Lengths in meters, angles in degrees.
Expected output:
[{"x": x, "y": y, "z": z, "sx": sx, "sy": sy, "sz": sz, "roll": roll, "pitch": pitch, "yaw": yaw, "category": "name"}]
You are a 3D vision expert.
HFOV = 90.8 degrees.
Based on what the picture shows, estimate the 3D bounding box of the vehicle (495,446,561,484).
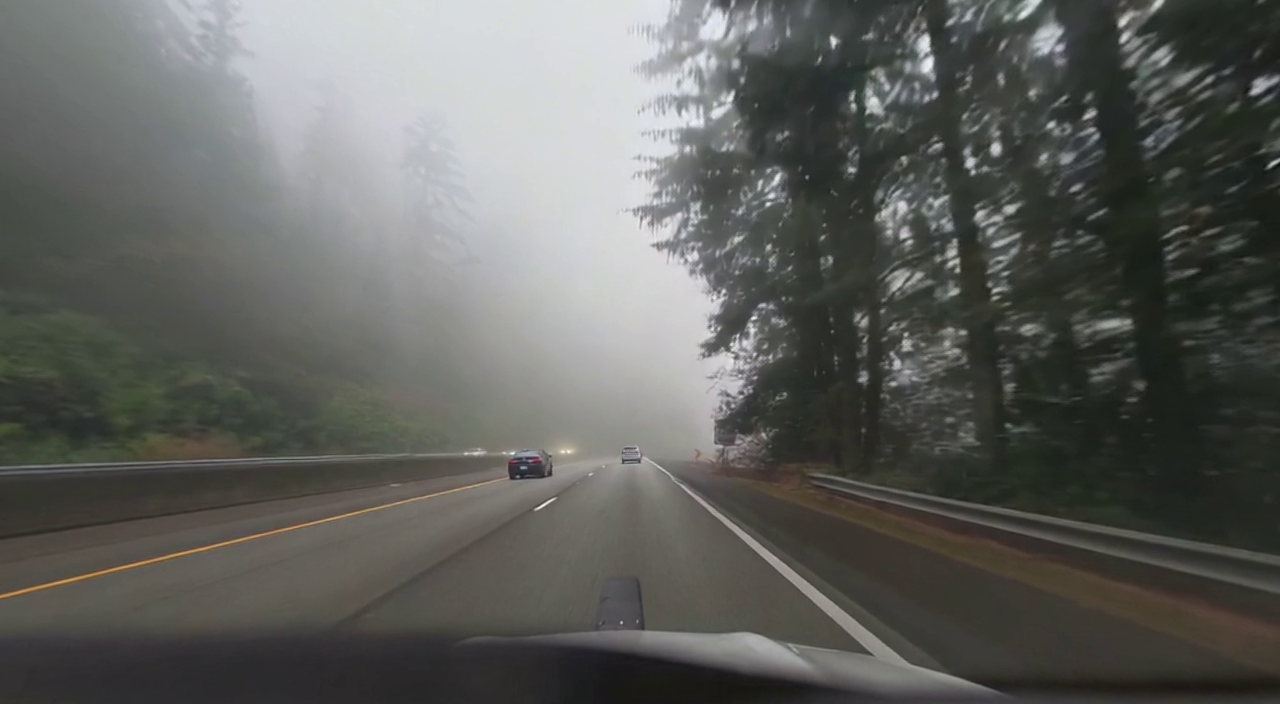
[{"x": -4.712, "y": 4.798, "z": 27.223, "sx": 2.052, "sy": 1.468, "sz": 4.390, "roll": 0, "pitch": -8, "yaw": 0, "category": "vehicle"}]

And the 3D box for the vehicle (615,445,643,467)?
[{"x": -0.888, "y": 8.026, "z": 48.690, "sx": 2.070, "sy": 1.603, "sz": 4.806, "roll": 0, "pitch": -9, "yaw": -2, "category": "vehicle"}]
